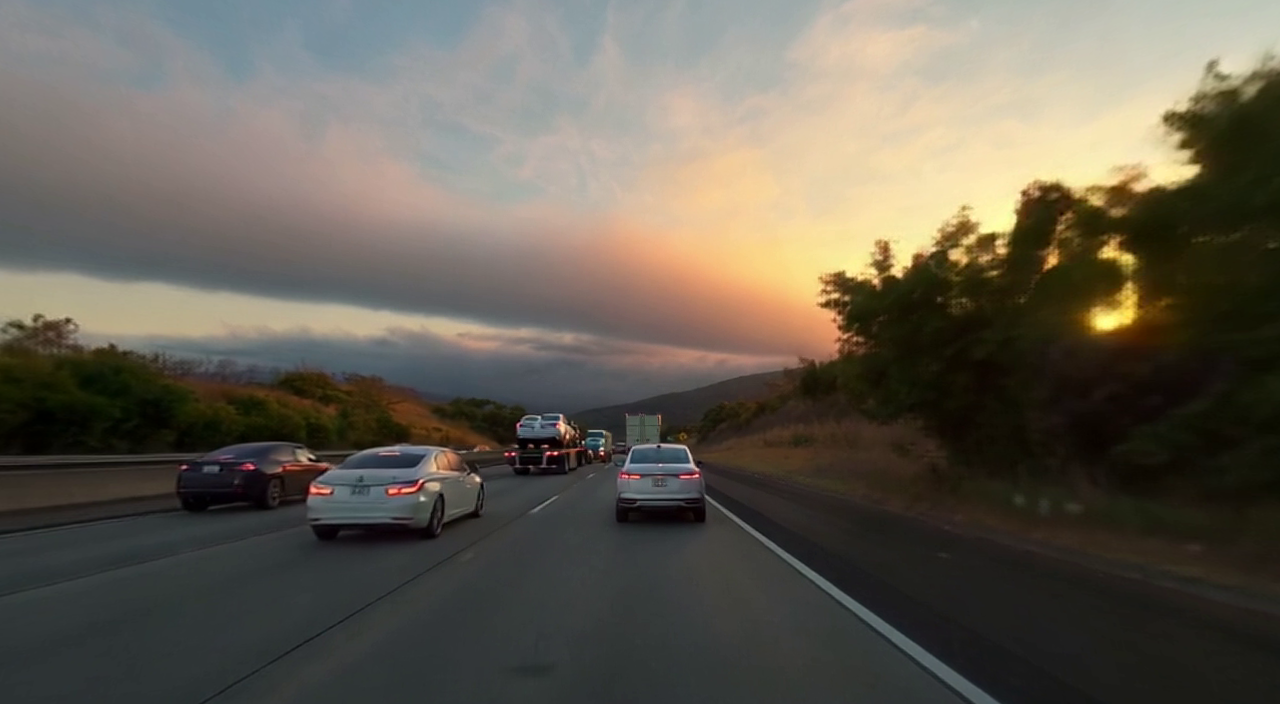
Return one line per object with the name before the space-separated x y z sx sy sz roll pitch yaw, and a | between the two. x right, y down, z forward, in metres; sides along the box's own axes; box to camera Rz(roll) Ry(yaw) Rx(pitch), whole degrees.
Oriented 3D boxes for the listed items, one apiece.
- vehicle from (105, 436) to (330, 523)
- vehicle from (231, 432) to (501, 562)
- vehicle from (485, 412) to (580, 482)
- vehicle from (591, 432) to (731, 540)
vehicle | -8.403 2.543 13.100 1.888 1.507 3.949 0 -9 0
vehicle | -3.656 2.015 9.557 1.947 1.470 4.526 0 -9 2
vehicle | -2.675 2.495 16.616 2.031 1.594 4.103 0 -9 -4
vehicle | 0.318 2.171 10.734 1.991 1.507 3.391 0 -9 1
